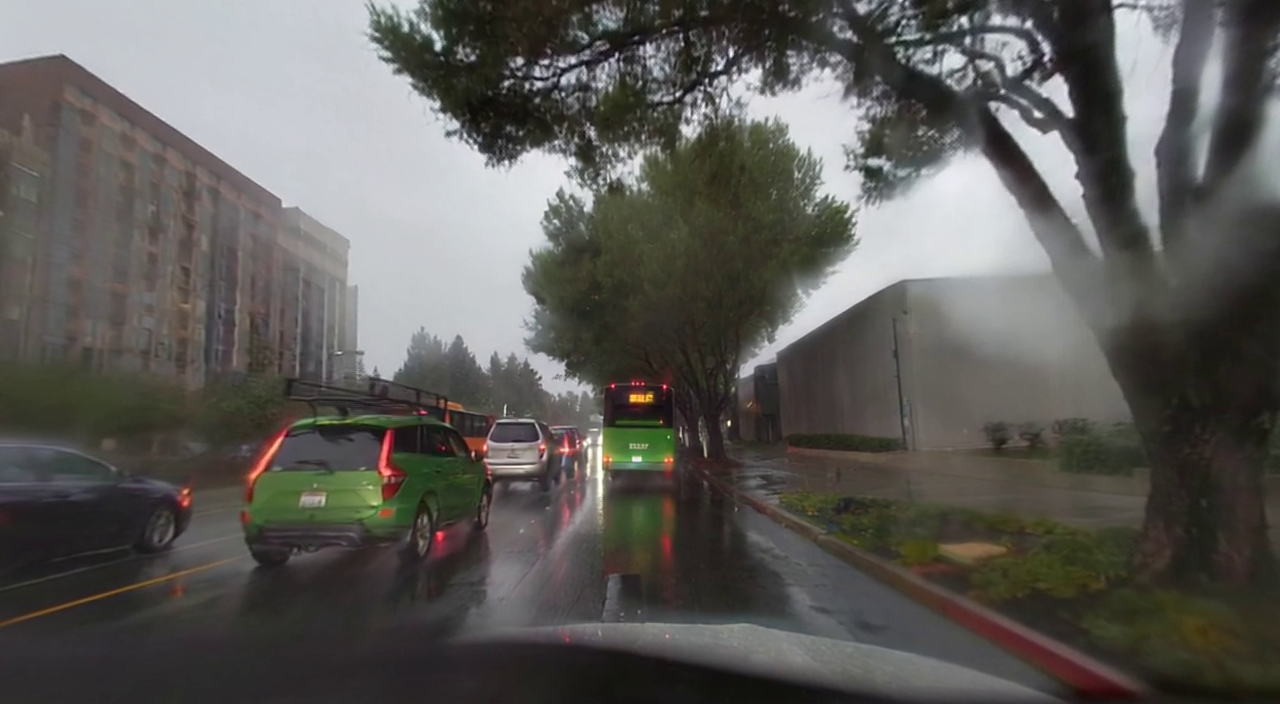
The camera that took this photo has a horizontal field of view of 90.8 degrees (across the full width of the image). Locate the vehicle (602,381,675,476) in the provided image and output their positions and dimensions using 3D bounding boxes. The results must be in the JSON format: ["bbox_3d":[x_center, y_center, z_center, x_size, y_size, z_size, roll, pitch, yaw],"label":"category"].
[{"bbox_3d":[-0.020,4.044,32.021,2.970,3.857,12.200,0,-9,0],"label":"vehicle"}]

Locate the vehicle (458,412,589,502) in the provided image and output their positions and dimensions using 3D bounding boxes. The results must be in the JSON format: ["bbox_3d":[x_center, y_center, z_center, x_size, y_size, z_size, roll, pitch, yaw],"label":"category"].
[{"bbox_3d":[-3.012,2.933,18.037,2.546,2.125,5.869,0,-9,1],"label":"vehicle"}]

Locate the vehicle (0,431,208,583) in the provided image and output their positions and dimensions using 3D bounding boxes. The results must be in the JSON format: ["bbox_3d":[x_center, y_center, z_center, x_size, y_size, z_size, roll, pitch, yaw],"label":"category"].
[{"bbox_3d":[-7.293,1.633,6.926,1.986,1.473,4.465,0,-9,-1],"label":"vehicle"}]

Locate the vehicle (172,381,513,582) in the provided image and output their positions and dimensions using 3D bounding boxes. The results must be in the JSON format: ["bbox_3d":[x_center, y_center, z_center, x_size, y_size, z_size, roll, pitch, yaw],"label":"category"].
[{"bbox_3d":[-3.332,1.610,8.576,2.095,1.892,5.043,0,-9,1],"label":"vehicle"}]
